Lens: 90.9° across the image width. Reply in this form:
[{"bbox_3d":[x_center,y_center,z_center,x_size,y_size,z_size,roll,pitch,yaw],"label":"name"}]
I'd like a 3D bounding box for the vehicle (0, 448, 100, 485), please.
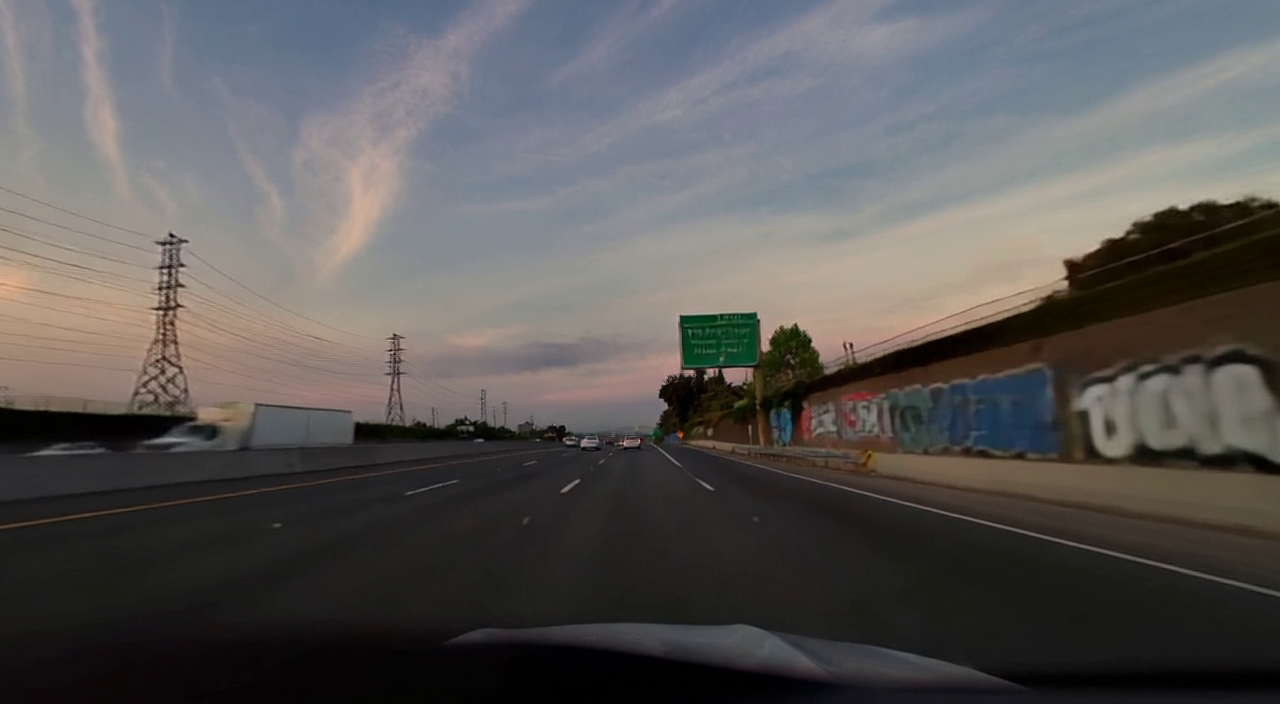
[{"bbox_3d":[-27.638,5.215,29.064,1.818,1.499,4.204,1,-8,-2],"label":"vehicle"}]

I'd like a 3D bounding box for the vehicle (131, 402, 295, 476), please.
[{"bbox_3d":[-19.298,4.007,29.167,2.647,2.975,7.063,0,-8,-1],"label":"vehicle"}]
